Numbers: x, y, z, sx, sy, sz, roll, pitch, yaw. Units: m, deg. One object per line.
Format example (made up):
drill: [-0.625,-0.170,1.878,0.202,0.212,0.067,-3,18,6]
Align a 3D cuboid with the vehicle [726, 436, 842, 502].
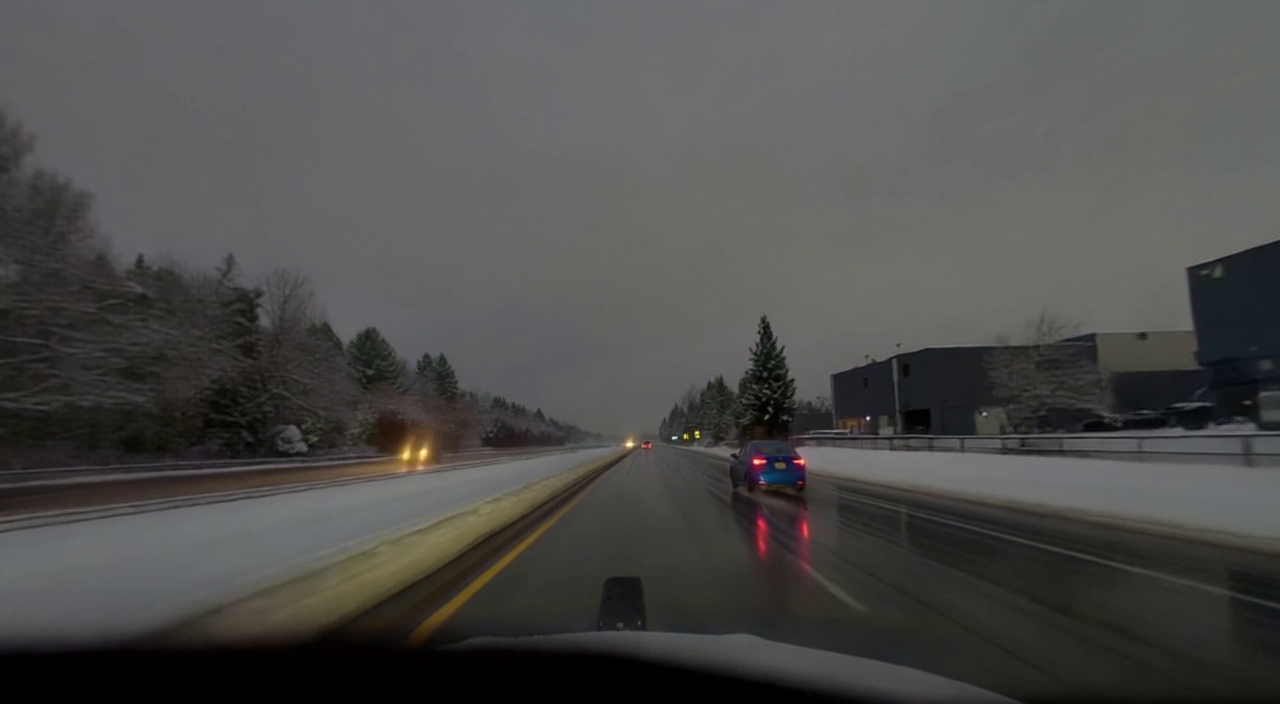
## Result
vehicle: [3.631,3.038,16.692,2.079,1.531,3.997,0,-8,-1]
